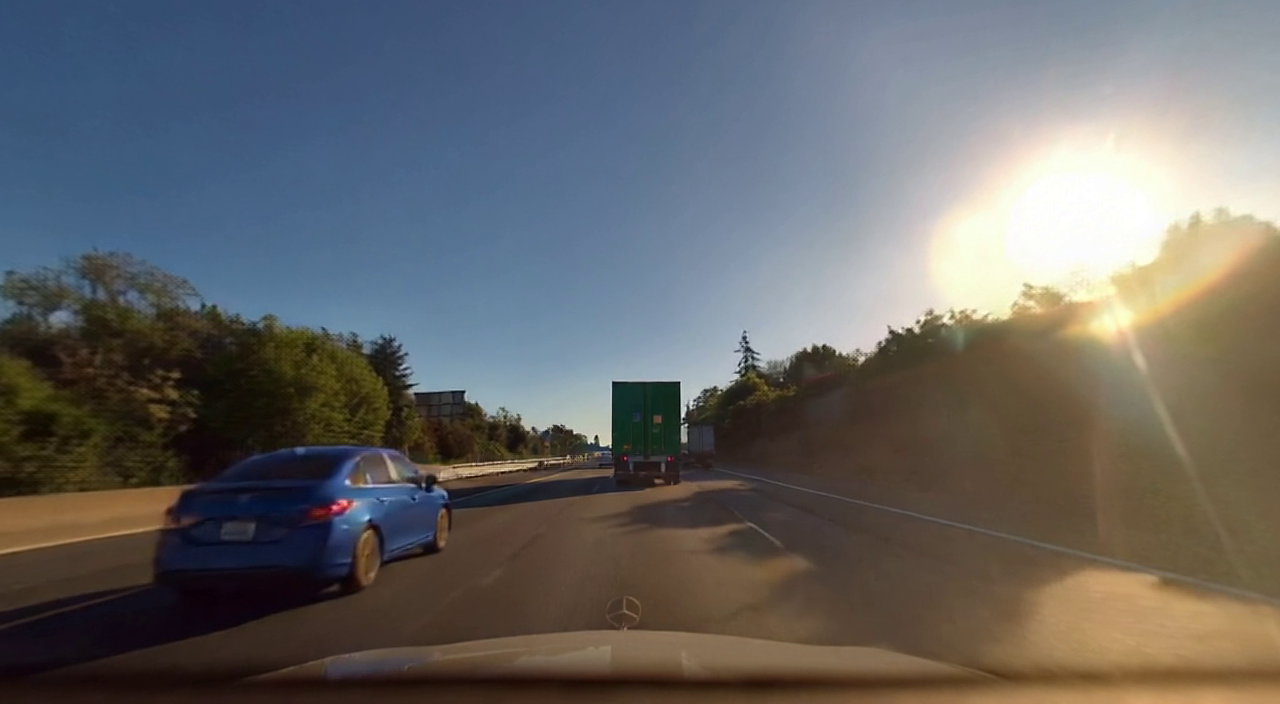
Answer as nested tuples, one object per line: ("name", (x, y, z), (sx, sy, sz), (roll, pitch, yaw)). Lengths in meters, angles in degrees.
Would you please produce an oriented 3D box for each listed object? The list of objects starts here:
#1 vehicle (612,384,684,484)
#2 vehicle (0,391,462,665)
("vehicle", (0.349, 4.199, 31.336), (2.932, 4.042, 11.054), (0, -9, 0))
("vehicle", (-3.473, 1.416, 6.121), (2.173, 1.657, 4.401), (0, -9, 0))
